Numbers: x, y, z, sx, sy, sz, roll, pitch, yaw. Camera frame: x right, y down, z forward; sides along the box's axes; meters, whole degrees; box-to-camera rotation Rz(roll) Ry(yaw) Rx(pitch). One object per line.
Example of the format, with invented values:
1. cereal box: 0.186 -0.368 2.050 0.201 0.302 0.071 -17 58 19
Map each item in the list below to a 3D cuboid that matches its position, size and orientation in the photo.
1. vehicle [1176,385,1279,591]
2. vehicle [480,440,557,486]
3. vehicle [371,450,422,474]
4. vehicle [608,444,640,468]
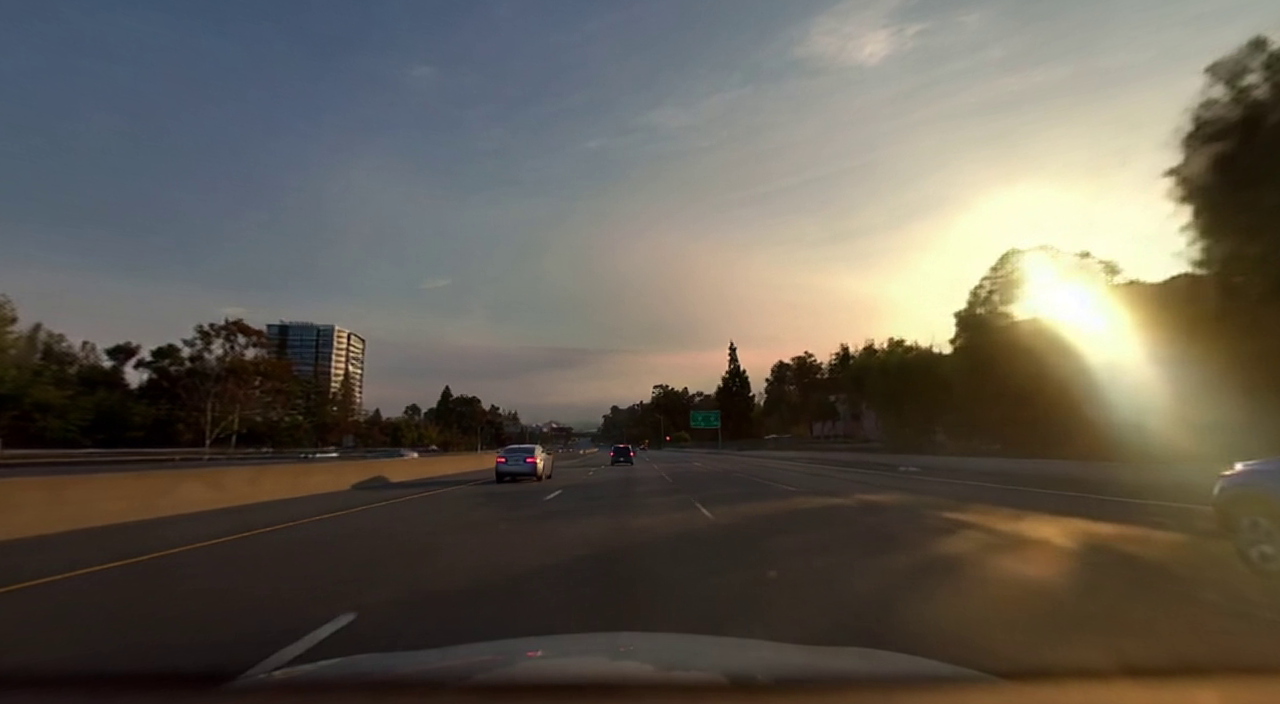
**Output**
1. vehicle: 6.698 0.996 4.204 2.028 1.801 4.741 0 -8 0
2. vehicle: -4.227 3.948 22.791 1.886 1.465 4.625 0 -8 0
3. vehicle: -17.952 8.098 46.865 2.089 1.621 4.267 0 -8 0
4. vehicle: -1.021 6.723 41.118 1.997 1.485 4.094 0 -8 -1
